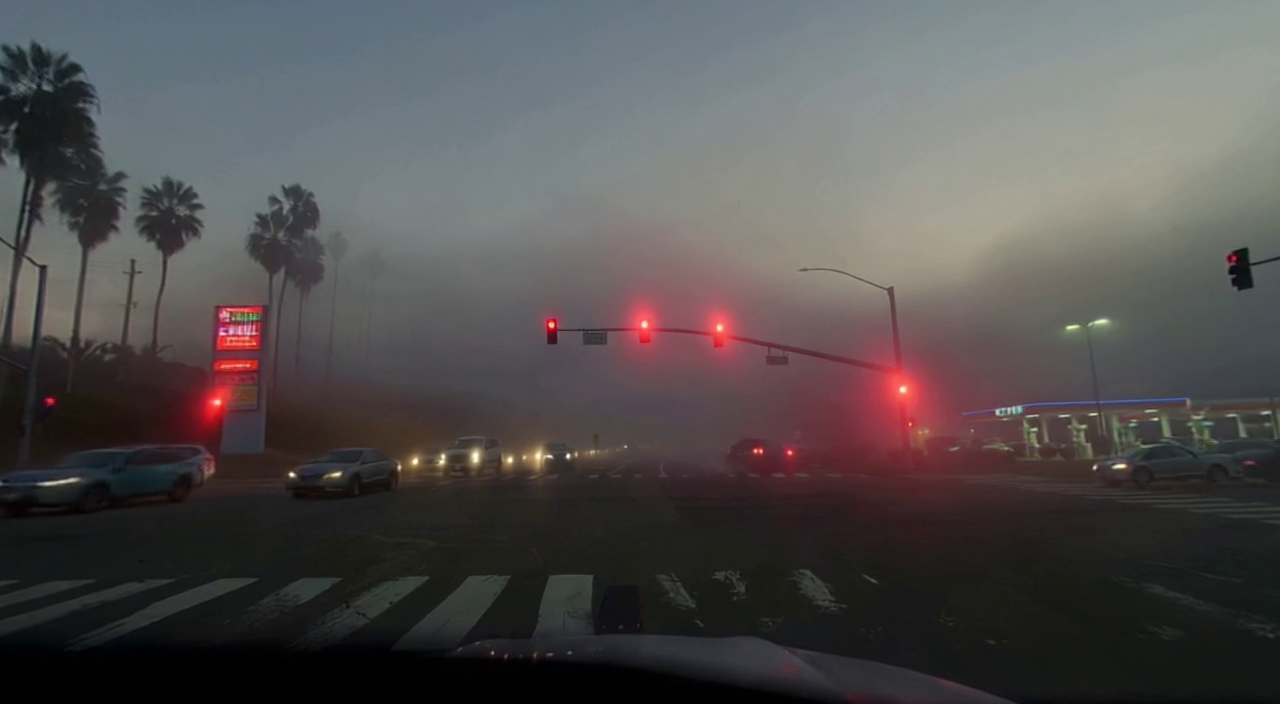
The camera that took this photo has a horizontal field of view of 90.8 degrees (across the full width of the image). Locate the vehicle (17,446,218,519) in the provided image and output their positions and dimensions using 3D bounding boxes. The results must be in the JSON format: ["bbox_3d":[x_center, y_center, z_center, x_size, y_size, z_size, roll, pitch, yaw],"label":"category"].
[{"bbox_3d":[-11.871,2.935,14.706,1.633,1.460,3.540,0,-9,-1],"label":"vehicle"}]

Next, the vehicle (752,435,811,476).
[{"bbox_3d":[6.802,4.885,29.961,1.929,1.719,4.892,-3,-9,21],"label":"vehicle"}]

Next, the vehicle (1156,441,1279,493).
[{"bbox_3d":[18.667,3.403,18.827,5.015,1.446,1.862,0,-9,-3],"label":"vehicle"}]

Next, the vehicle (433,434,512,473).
[{"bbox_3d":[-8.668,5.337,33.407,2.609,1.865,5.875,0,-9,0],"label":"vehicle"}]

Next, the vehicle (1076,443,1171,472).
[{"bbox_3d":[24.253,5.299,31.744,3.474,1.376,1.538,0,-9,-2],"label":"vehicle"}]

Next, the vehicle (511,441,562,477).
[{"bbox_3d":[-4.642,4.872,28.954,2.079,1.490,5.064,1,-9,-7],"label":"vehicle"}]

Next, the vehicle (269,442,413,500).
[{"bbox_3d":[-8.750,3.515,19.086,2.034,1.510,4.647,0,-9,1],"label":"vehicle"}]

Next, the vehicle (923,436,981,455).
[{"bbox_3d":[22.525,6.765,45.666,3.356,1.395,1.559,0,-9,-1],"label":"vehicle"}]
